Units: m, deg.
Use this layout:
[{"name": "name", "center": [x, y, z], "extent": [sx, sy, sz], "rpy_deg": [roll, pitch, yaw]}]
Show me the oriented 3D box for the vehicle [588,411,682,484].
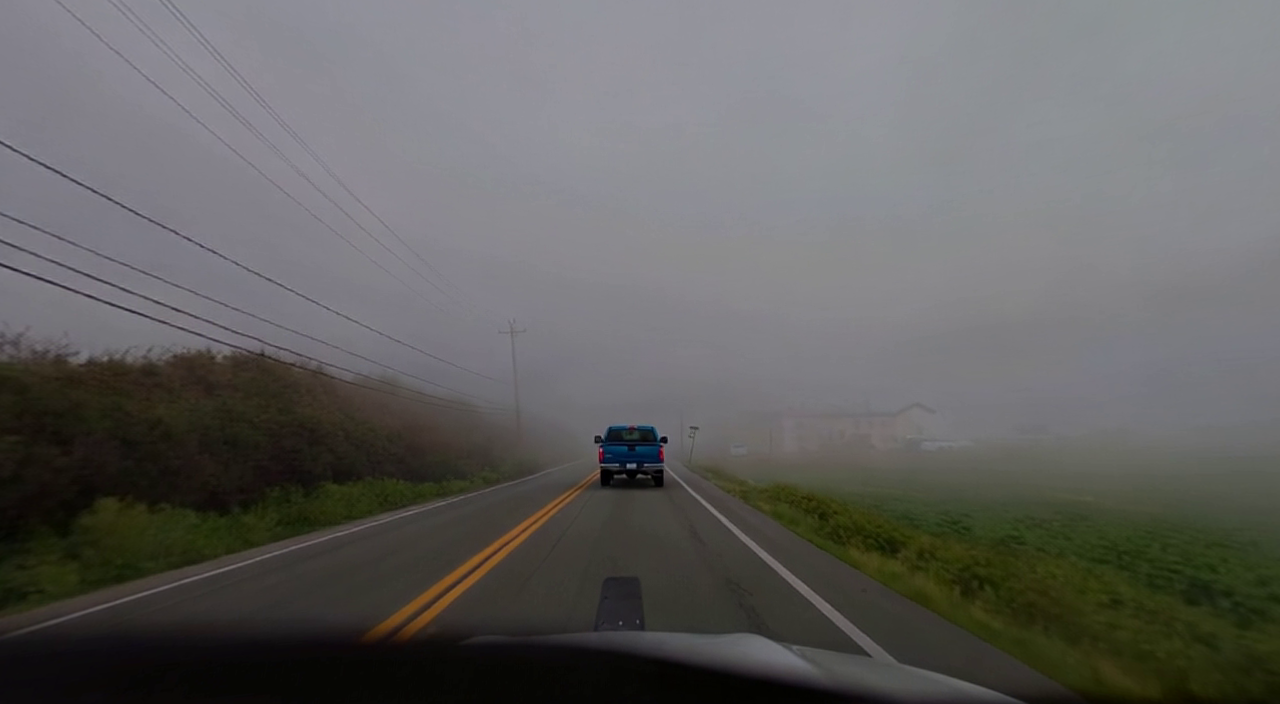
[{"name": "vehicle", "center": [-0.259, 3.599, 23.980], "extent": [3.021, 2.326, 7.410], "rpy_deg": [0, -8, -1]}]
